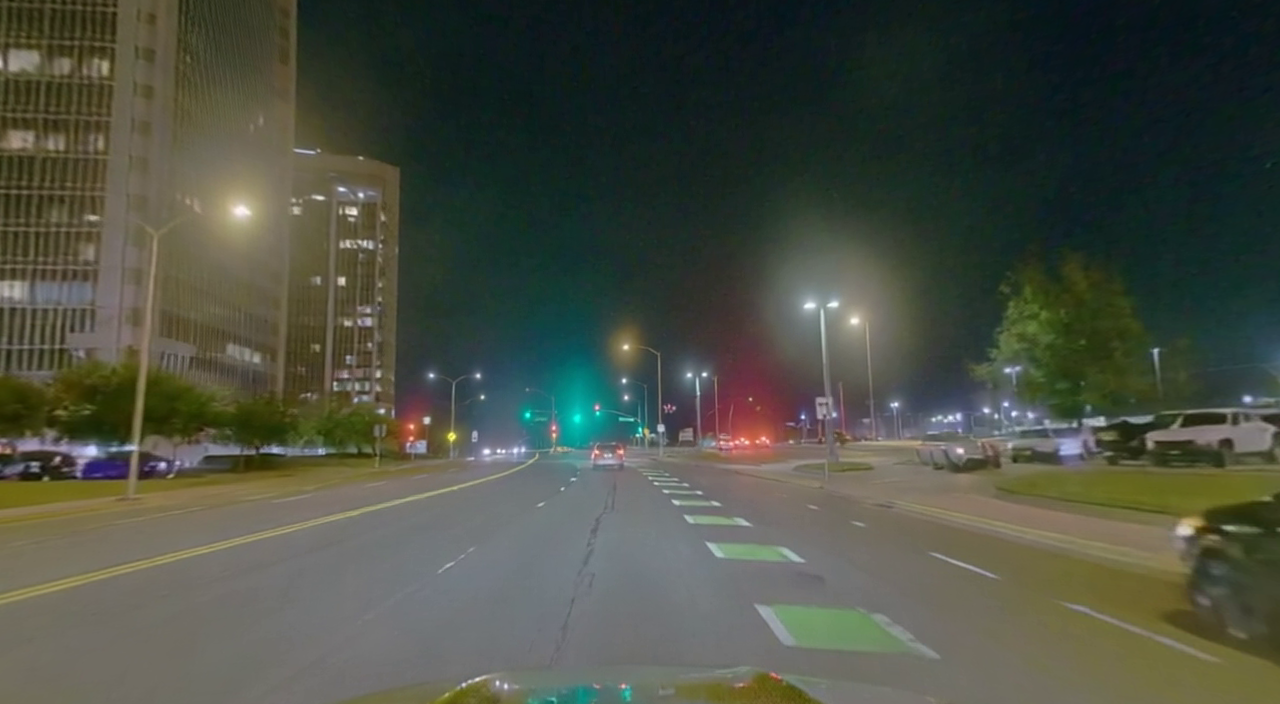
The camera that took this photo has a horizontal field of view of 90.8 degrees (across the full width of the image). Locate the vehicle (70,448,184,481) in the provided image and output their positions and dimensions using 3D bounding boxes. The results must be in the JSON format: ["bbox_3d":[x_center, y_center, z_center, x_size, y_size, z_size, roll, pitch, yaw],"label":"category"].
[{"bbox_3d":[-26.260,5.755,32.611,1.876,1.503,4.910,0,-8,-1],"label":"vehicle"}]

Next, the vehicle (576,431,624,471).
[{"bbox_3d":[-2.017,4.952,31.859,2.230,1.827,4.298,0,-8,-4],"label":"vehicle"}]

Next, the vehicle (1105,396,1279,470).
[{"bbox_3d":[14.534,2.119,16.436,1.858,1.681,3.860,0,-8,0],"label":"vehicle"}]
